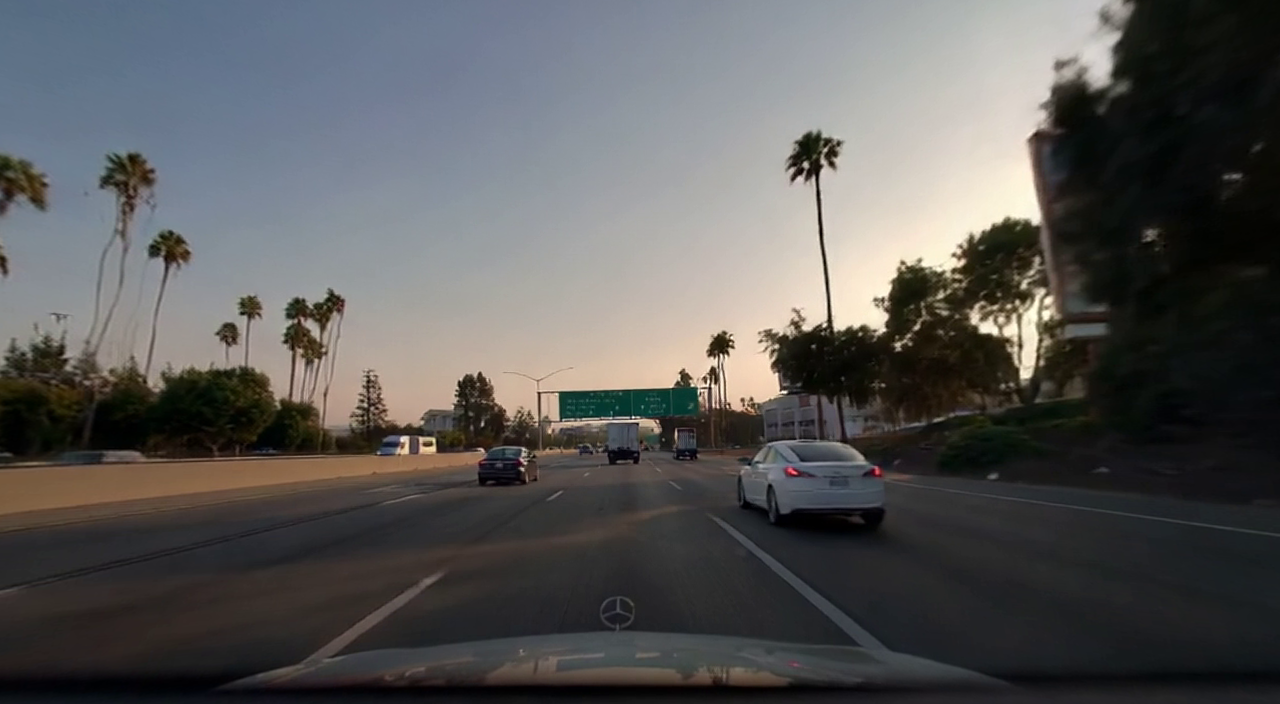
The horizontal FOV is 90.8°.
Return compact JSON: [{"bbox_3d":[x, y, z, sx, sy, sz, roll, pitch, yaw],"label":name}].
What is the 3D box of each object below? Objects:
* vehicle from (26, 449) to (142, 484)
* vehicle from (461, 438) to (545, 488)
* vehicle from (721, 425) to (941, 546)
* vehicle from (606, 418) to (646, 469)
[{"bbox_3d":[-32.025,6.576,36.636,2.151,1.871,4.979,0,-9,0],"label":"vehicle"},{"bbox_3d":[-4.859,4.003,23.171,2.021,1.598,4.887,0,-9,-1],"label":"vehicle"},{"bbox_3d":[2.876,2.133,10.846,2.175,1.598,4.584,0,-9,-2],"label":"vehicle"},{"bbox_3d":[-0.949,5.828,40.356,2.364,2.953,6.495,0,-8,-2],"label":"vehicle"}]
